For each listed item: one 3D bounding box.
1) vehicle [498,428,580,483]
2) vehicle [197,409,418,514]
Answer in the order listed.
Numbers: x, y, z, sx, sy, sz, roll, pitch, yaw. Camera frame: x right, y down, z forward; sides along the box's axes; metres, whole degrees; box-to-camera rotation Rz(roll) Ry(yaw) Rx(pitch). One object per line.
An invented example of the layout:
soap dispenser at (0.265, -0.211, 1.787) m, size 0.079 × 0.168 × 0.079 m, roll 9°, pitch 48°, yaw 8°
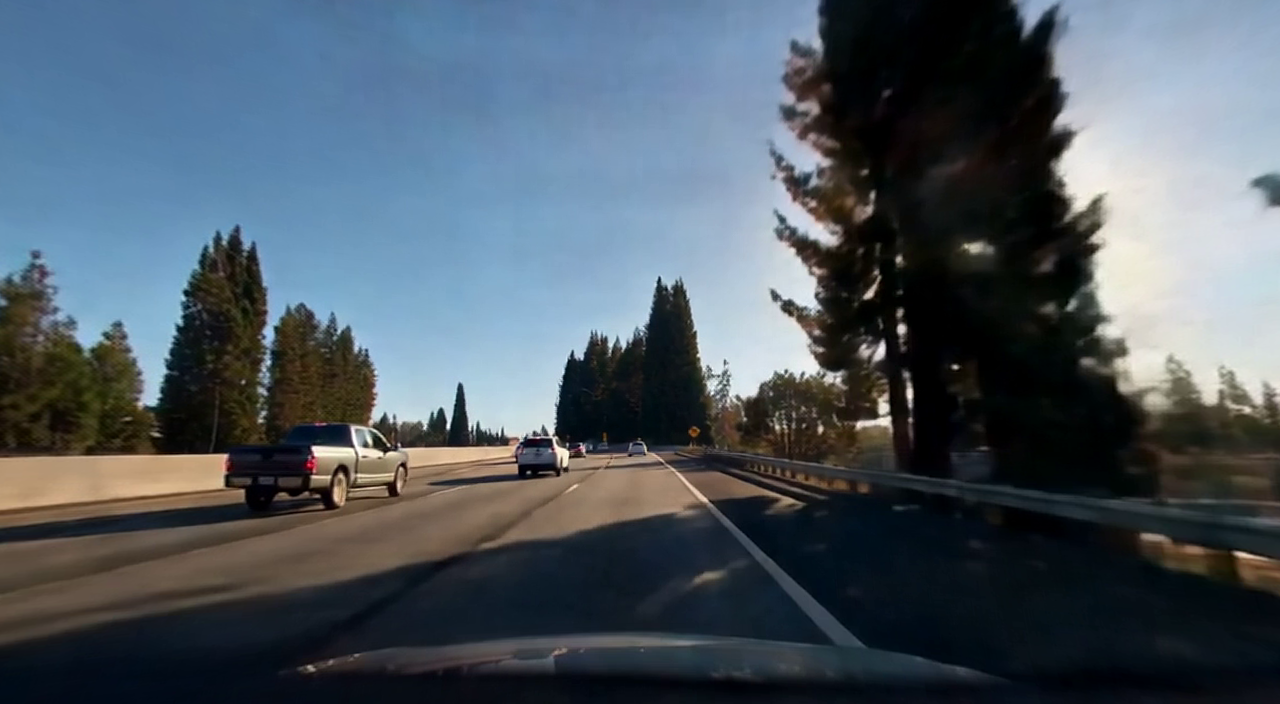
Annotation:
vehicle at (-3.614, 3.825, 23.499) m, size 2.142 × 1.789 × 5.009 m, roll 0°, pitch -8°, yaw 1°
vehicle at (-7.225, 2.456, 14.554) m, size 2.160 × 1.949 × 5.293 m, roll 0°, pitch -8°, yaw 1°
